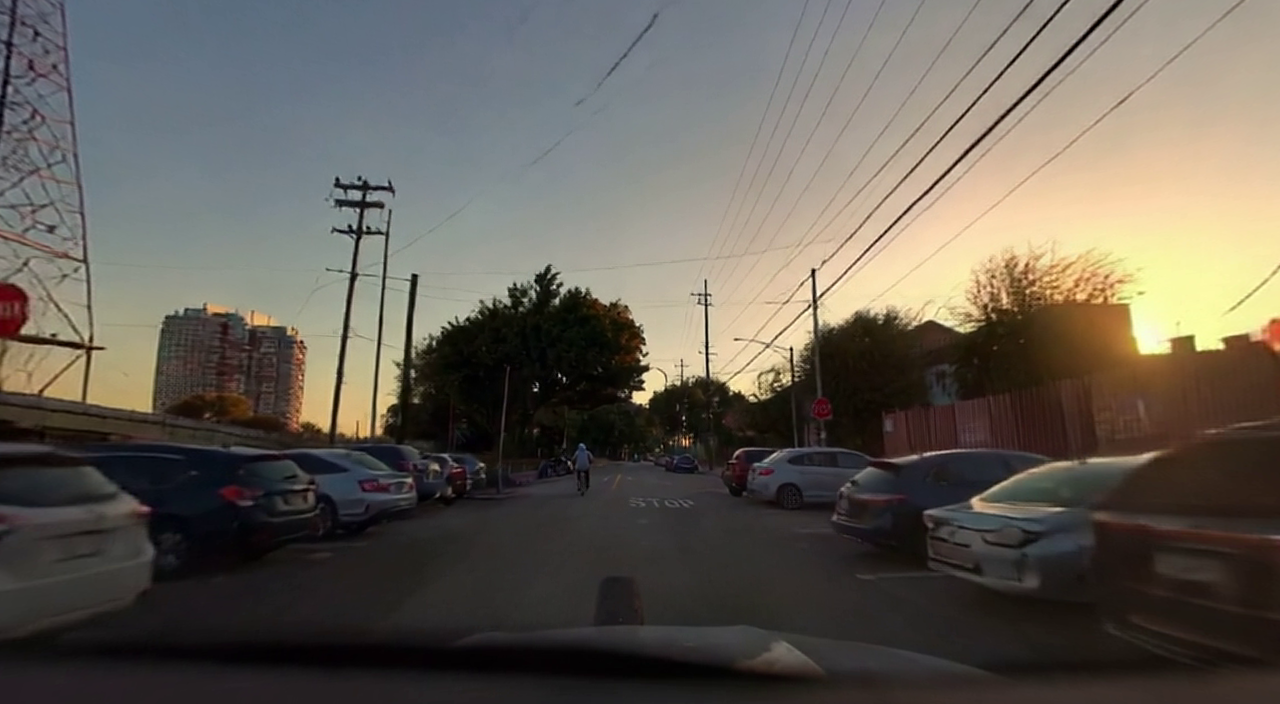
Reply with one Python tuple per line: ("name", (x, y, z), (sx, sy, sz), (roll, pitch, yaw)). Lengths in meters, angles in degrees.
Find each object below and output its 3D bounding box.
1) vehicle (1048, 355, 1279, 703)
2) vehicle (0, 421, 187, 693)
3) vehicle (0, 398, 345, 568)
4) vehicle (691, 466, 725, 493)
("vehicle", (4.534, 0.970, 2.712), (4.100, 1.546, 2.092), (3, -12, 1))
("vehicle", (-6.110, 1.207, 3.906), (5.099, 1.491, 1.868), (0, -9, -1))
("vehicle", (-6.556, 1.587, 7.995), (4.515, 1.689, 1.942), (4, -11, -2))
("vehicle", (5.041, 9.534, 47.368), (2.007, 1.804, 4.136), (0, -9, -2))
